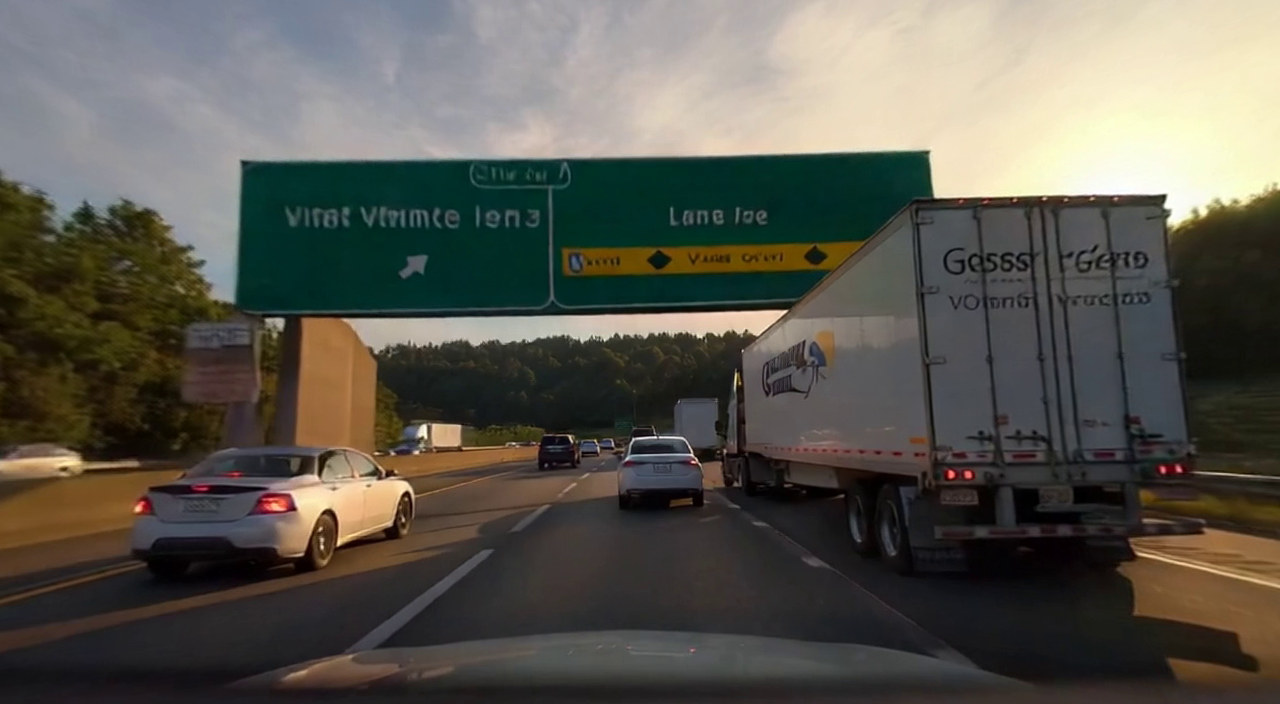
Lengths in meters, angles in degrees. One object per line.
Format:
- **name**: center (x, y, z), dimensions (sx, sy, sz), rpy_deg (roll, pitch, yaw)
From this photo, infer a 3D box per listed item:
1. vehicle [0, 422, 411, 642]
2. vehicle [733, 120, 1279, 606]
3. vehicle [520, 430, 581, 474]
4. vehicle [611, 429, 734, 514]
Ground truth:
- **vehicle**: center (-4.373, 1.548, 6.700), dimensions (2.100, 1.491, 4.676), rpy_deg (0, -8, 0)
- **vehicle**: center (4.428, 0.955, 12.390), dimensions (2.883, 4.070, 14.423), rpy_deg (0, -8, 0)
- **vehicle**: center (-3.826, 4.342, 27.708), dimensions (2.006, 1.729, 4.447), rpy_deg (0, -8, 0)
- **vehicle**: center (0.498, 2.413, 13.393), dimensions (2.200, 1.495, 4.282), rpy_deg (0, -8, -2)
